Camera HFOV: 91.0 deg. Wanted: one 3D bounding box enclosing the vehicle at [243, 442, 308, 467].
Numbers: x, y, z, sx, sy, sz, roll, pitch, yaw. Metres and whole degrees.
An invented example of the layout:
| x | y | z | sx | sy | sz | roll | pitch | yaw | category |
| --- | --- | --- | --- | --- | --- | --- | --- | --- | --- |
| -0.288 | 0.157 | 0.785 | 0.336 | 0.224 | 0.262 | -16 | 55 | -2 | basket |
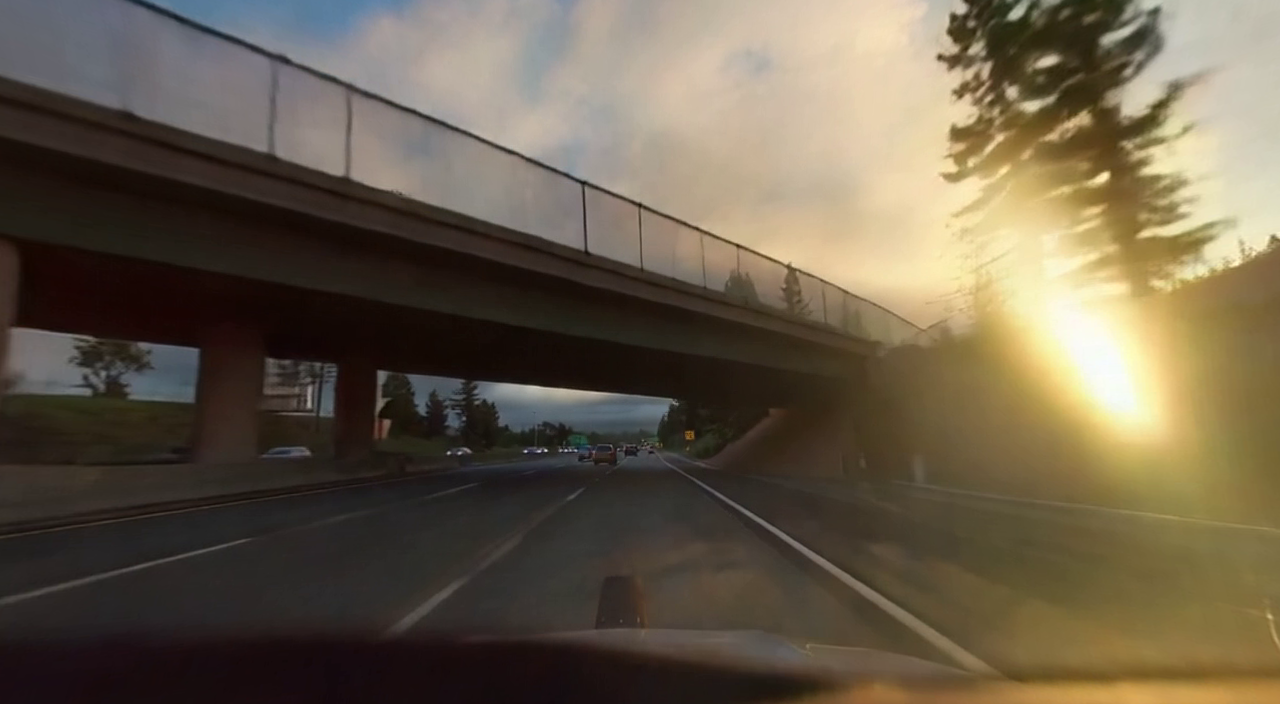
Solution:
| x | y | z | sx | sy | sz | roll | pitch | yaw | category |
| --- | --- | --- | --- | --- | --- | --- | --- | --- | --- |
| -27.240 | 7.652 | 47.243 | 2.011 | 1.754 | 4.720 | 0 | -9 | 0 | vehicle |
